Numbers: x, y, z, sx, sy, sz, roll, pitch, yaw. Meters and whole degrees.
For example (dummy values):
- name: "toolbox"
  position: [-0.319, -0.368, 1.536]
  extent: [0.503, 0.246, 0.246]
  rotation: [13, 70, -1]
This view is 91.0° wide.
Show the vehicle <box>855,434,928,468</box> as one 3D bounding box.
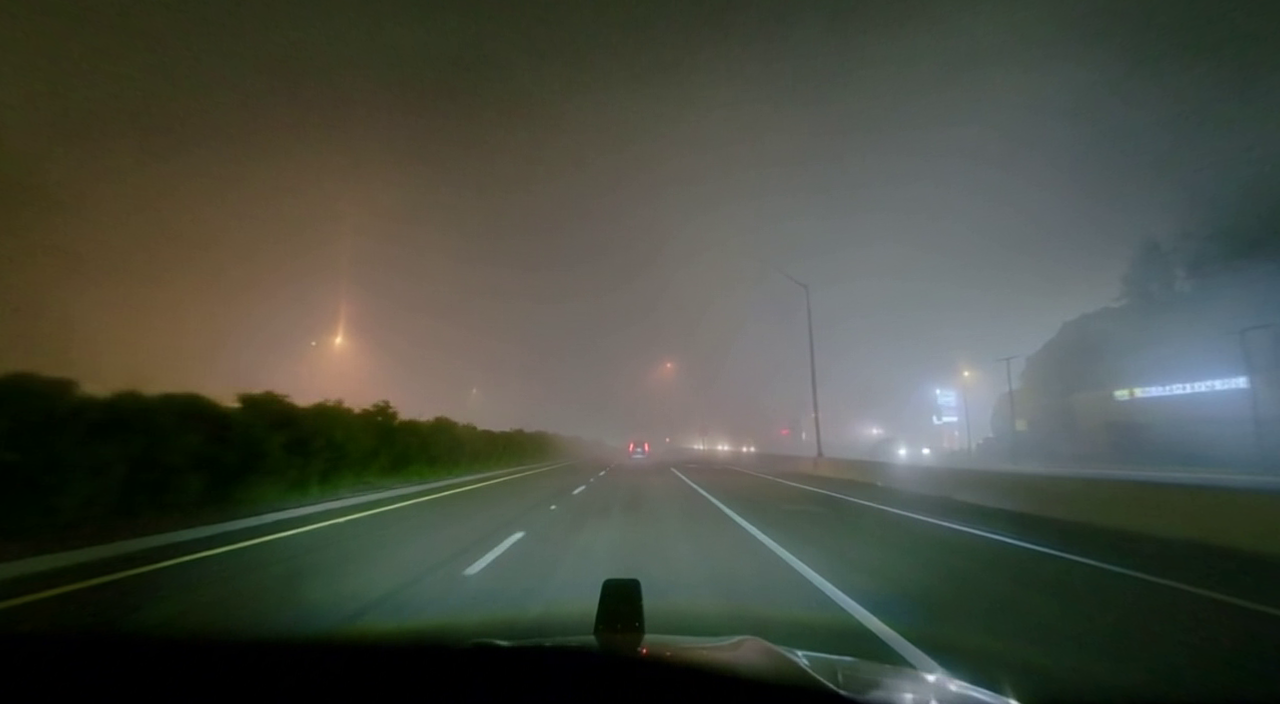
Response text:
- name: "vehicle"
  position: [15.876, 6.313, 40.121]
  extent: [2.331, 1.988, 5.665]
  rotation: [0, -9, 0]

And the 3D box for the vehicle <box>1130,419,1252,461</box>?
- name: "vehicle"
  position: [39.950, 6.424, 45.772]
  extent: [6.500, 2.952, 2.604]
  rotation: [1, -9, -4]

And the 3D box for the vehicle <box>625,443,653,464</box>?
- name: "vehicle"
  position: [-0.117, 8.011, 49.950]
  extent: [2.110, 1.555, 4.431]
  rotation: [0, -9, -1]
